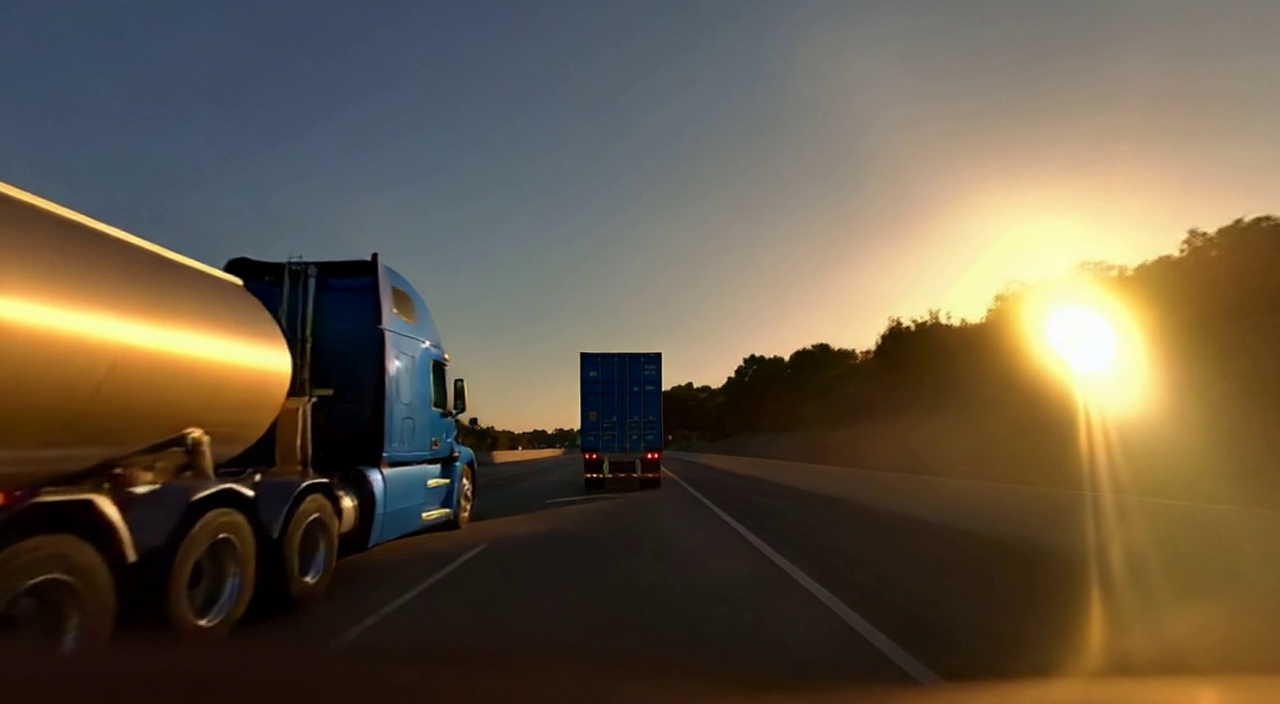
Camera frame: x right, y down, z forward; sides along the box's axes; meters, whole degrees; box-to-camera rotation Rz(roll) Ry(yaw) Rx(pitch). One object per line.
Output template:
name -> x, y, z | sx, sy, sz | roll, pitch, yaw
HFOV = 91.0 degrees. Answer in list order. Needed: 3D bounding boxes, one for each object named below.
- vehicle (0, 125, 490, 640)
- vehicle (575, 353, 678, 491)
vehicle -> -4.216, 0.535, 7.281 | 3.418, 3.652, 5.690 | 0, -9, 1
vehicle -> -0.347, 2.861, 23.954 | 2.942, 4.003, 11.297 | 0, -9, 0
